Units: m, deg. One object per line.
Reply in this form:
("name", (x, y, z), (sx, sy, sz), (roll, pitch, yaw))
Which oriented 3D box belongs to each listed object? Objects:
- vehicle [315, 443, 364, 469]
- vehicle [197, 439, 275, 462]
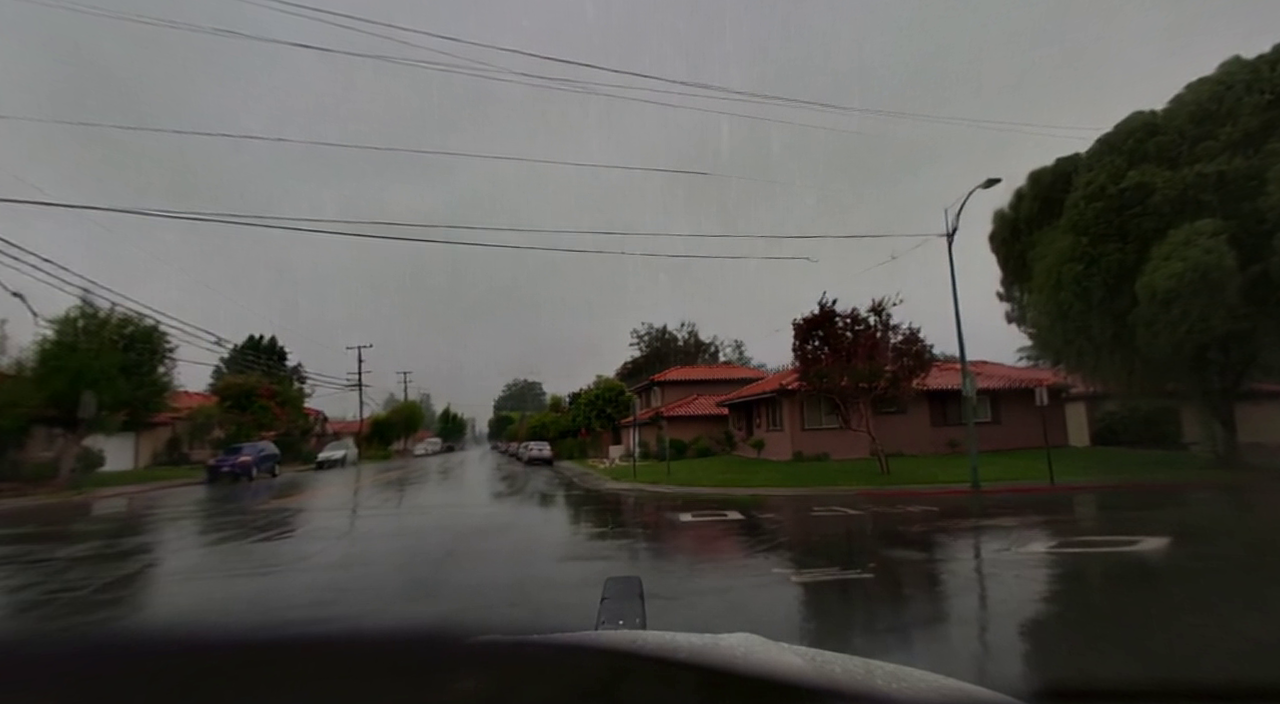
("vehicle", (-19.491, 6.727, 41.174), (2.036, 1.546, 4.705), (2, -9, -16))
("vehicle", (-29.361, 7.161, 46.045), (4.288, 1.656, 1.791), (2, -9, -12))
